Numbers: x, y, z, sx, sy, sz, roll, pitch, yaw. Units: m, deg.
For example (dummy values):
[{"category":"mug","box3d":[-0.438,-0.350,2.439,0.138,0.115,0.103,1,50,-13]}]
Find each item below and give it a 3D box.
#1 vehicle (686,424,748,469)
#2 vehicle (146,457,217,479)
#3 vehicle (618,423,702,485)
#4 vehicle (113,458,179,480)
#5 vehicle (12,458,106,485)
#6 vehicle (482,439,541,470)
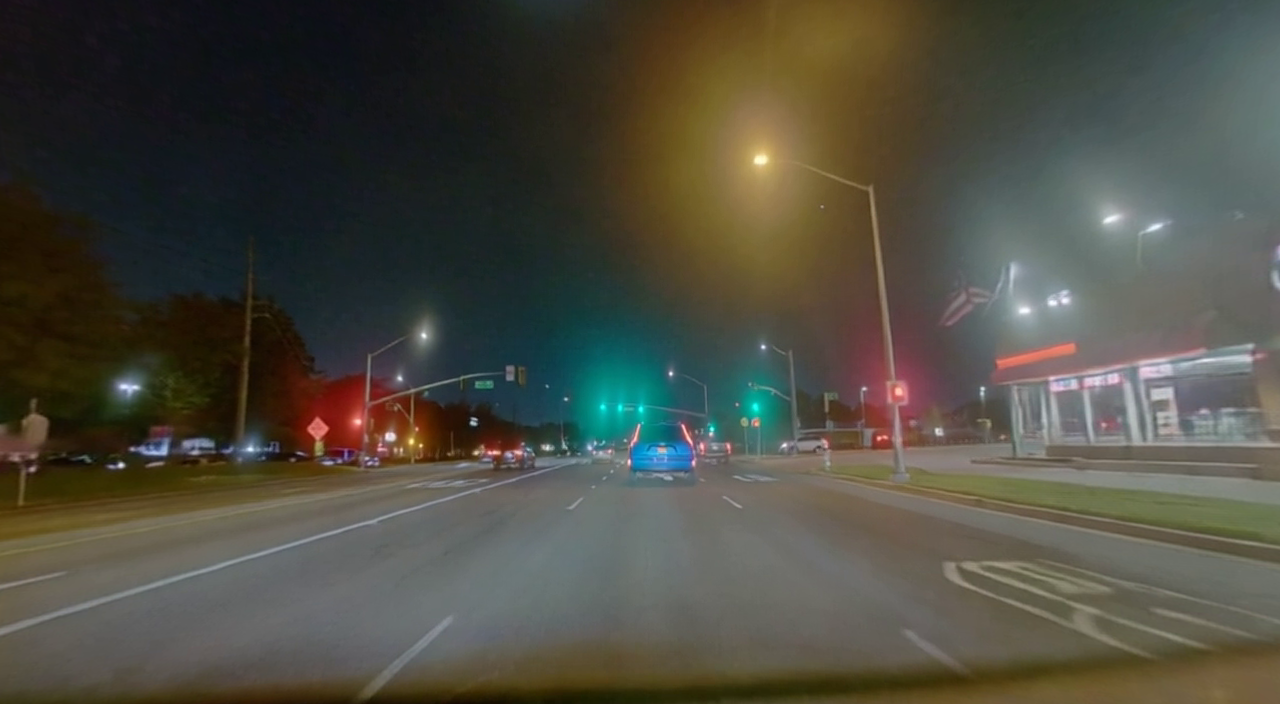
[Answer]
[{"category":"vehicle","box3d":[3.925,4.954,33.381,2.452,2.148,5.877,0,-8,0]},{"category":"vehicle","box3d":[-34.033,8.594,46.976,1.819,1.433,4.403,0,-8,2]},{"category":"vehicle","box3d":[0.585,3.436,21.670,2.513,1.854,5.235,0,-8,0]},{"category":"vehicle","box3d":[-36.702,8.702,46.955,1.785,1.415,3.853,0,-8,0]},{"category":"vehicle","box3d":[-35.493,7.268,38.527,4.542,1.475,1.903,-2,-8,13]},{"category":"vehicle","box3d":[-6.444,5.167,32.140,1.966,1.461,4.422,0,-8,1]}]
